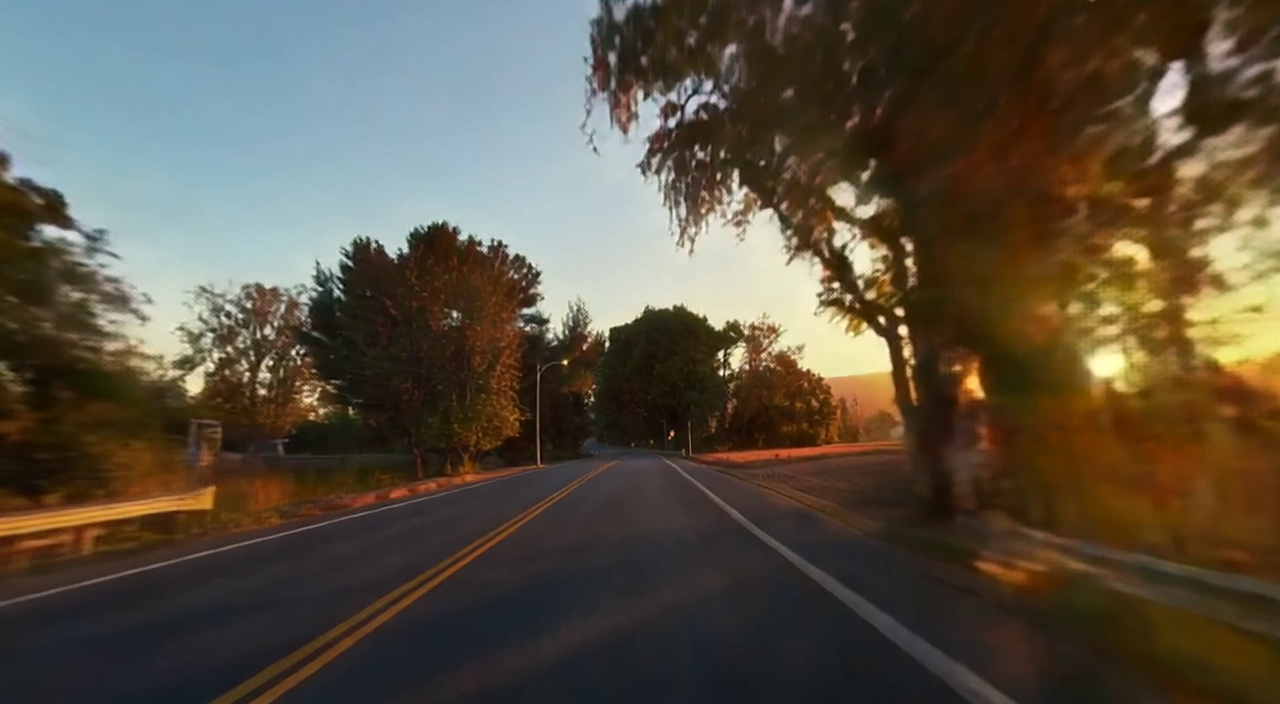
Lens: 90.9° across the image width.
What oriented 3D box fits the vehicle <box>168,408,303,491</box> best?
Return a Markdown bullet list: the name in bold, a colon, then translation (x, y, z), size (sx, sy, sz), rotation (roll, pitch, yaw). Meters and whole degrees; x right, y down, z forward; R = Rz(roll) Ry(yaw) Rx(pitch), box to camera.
- **vehicle**: translation (-23.132, 5.634, 36.625), size (3.118, 4.309, 6.820), rotation (0, -8, 0)
